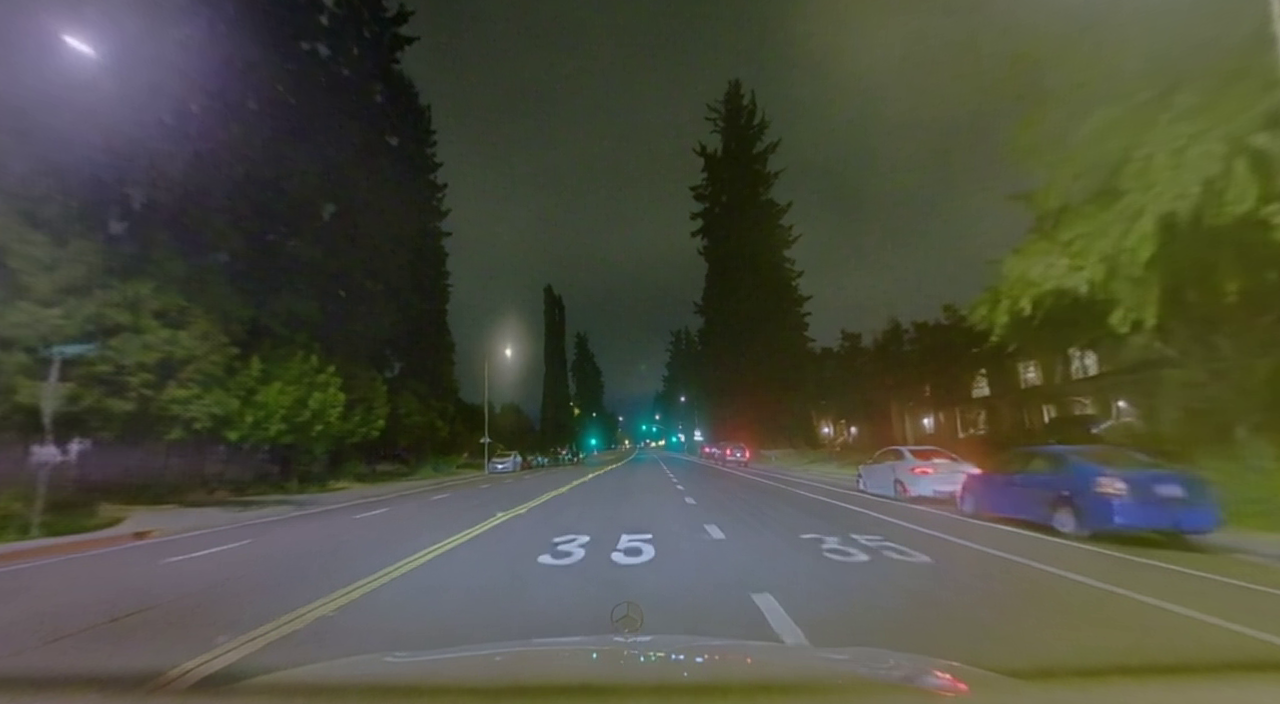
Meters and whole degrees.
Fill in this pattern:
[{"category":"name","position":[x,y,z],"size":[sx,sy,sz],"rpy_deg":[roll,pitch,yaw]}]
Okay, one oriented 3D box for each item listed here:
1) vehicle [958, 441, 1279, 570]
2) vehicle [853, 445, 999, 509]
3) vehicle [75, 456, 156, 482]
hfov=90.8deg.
[{"category":"vehicle","position":[6.997,2.101,9.561],"size":[2.001,1.454,4.494],"rpy_deg":[0,-8,0]},{"category":"vehicle","position":[7.168,3.133,16.415],"size":[1.854,1.425,4.316],"rpy_deg":[0,-8,2]},{"category":"vehicle","position":[-32.847,7.302,39.706],"size":[1.736,1.437,3.766],"rpy_deg":[0,-8,1]}]
